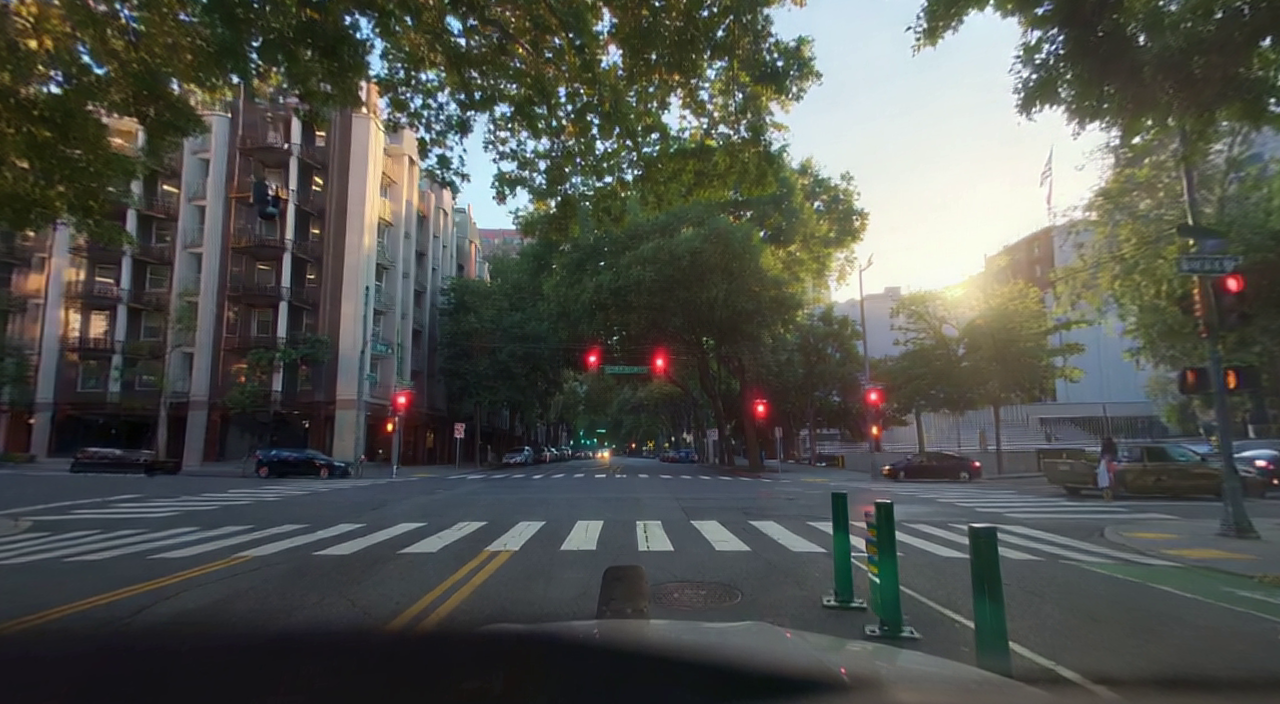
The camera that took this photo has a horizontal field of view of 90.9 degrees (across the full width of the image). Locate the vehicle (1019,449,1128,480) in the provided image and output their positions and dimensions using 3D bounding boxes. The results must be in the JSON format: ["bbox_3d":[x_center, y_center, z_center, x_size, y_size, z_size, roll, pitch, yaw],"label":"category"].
[{"bbox_3d":[22.371,5.806,32.637,4.239,1.472,1.889,0,-8,0],"label":"vehicle"}]

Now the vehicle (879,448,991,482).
[{"bbox_3d":[14.029,5.382,30.193,4.368,1.522,1.972,-1,-8,5],"label":"vehicle"}]

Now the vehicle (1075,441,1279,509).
[{"bbox_3d":[12.995,2.793,14.558,4.424,1.436,1.804,0,-9,5],"label":"vehicle"}]
